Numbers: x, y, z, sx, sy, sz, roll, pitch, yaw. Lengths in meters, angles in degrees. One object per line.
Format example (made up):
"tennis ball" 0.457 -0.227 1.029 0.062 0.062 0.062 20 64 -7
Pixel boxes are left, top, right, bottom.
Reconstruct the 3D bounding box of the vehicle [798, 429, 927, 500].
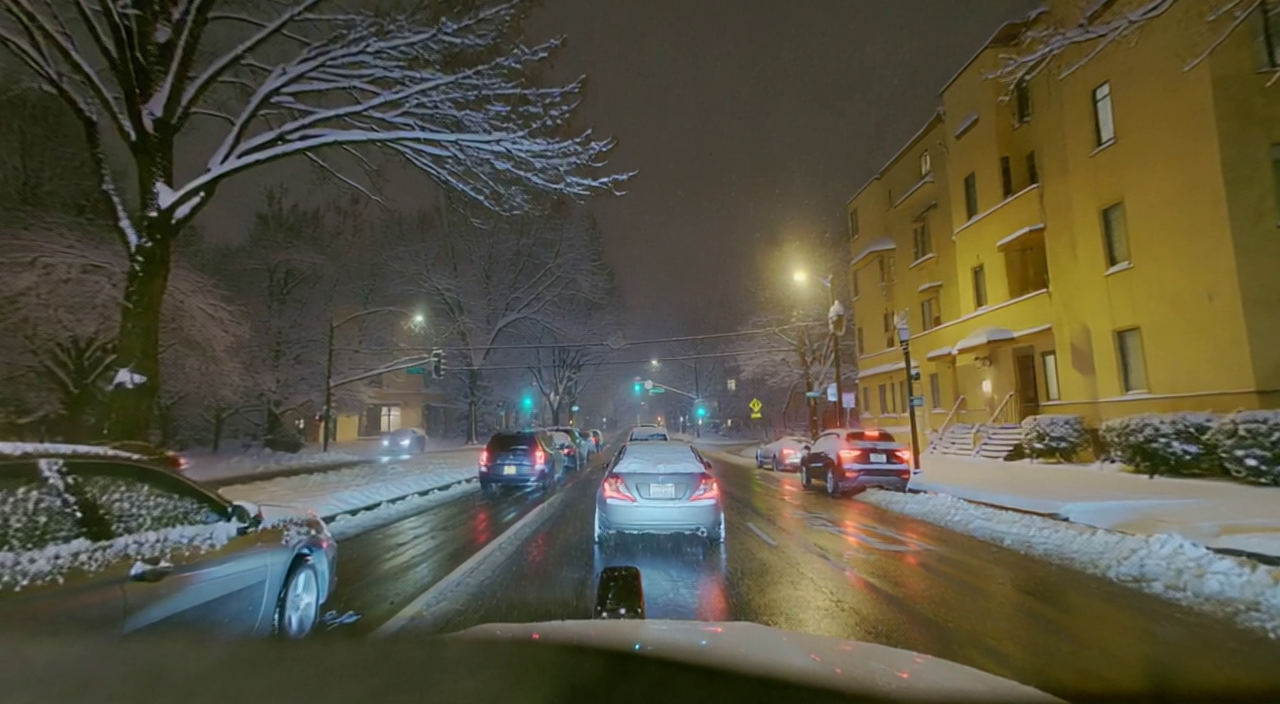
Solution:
"vehicle" 6.341 3.248 18.688 2.025 1.808 4.579 0 -9 -2

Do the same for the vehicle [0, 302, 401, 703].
"vehicle" -3.269 0.931 3.394 2.152 1.802 4.628 0 -9 0

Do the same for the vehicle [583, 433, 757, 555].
"vehicle" 0.271 1.994 9.572 2.095 1.438 3.843 0 -9 -3

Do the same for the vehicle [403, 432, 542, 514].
"vehicle" -3.508 2.623 14.233 1.901 1.522 4.556 0 -9 0
